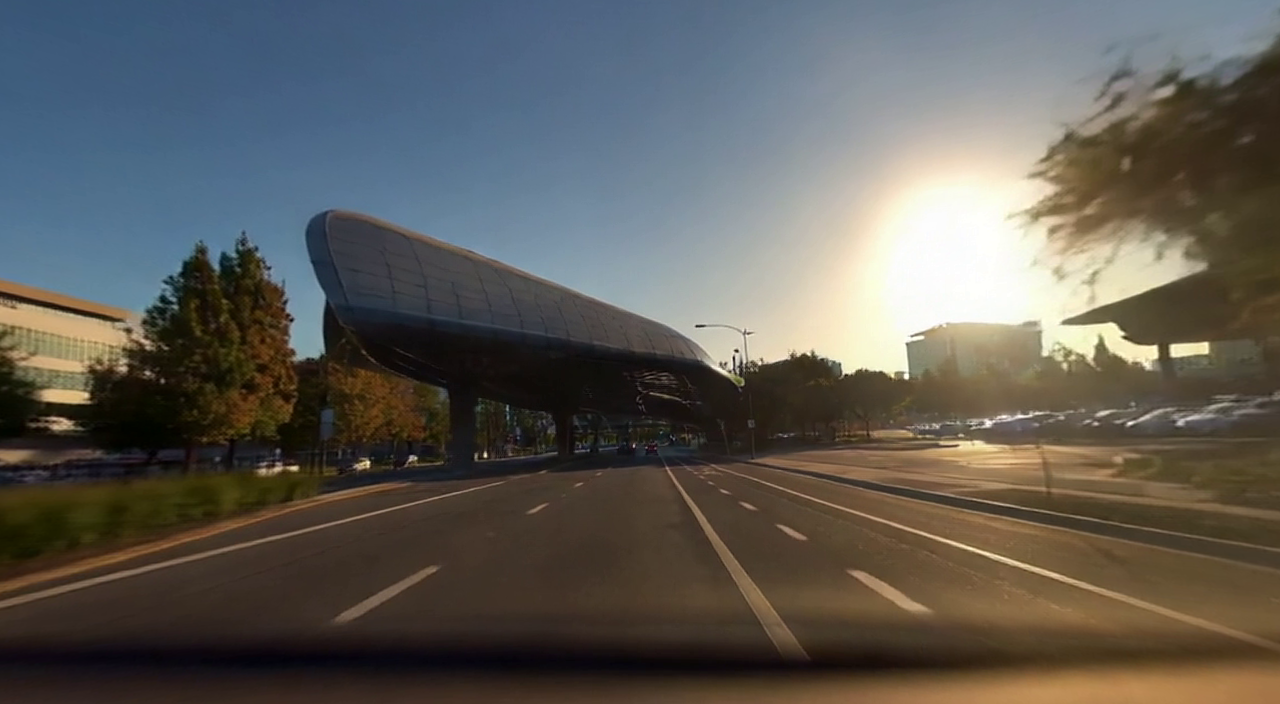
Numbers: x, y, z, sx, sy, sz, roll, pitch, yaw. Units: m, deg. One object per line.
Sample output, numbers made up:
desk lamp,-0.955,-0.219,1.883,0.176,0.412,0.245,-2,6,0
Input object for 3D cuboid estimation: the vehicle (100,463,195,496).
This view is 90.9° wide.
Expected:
vehicle,-29.717,7.667,38.233,1.902,1.746,4.706,0,-9,1

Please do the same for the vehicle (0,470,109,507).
vehicle,-29.776,6.847,31.900,1.815,1.531,4.544,0,-9,-1
